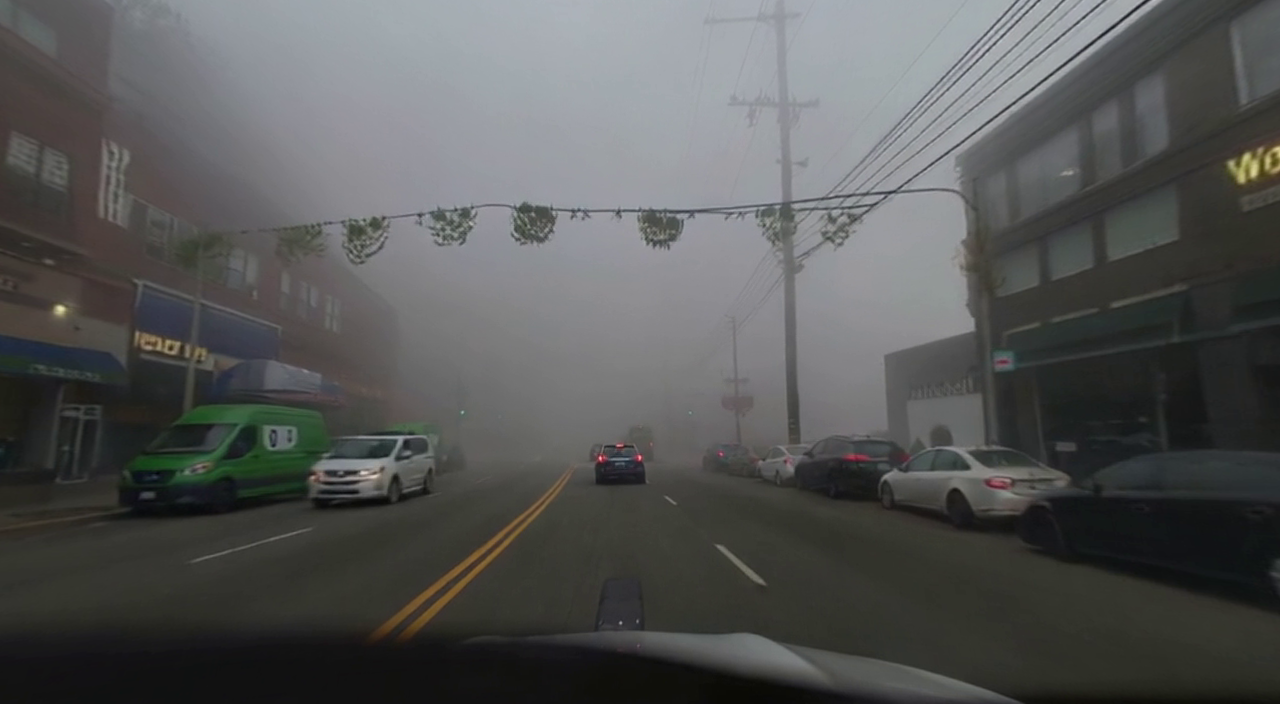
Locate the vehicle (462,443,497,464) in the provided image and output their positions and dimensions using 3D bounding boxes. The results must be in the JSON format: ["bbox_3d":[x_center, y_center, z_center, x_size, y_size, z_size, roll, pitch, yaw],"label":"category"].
[{"bbox_3d":[-12.581,7.926,49.715,1.962,1.529,4.109,1,-8,-4],"label":"vehicle"}]

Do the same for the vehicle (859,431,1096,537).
[{"bbox_3d":[5.629,2.203,11.202,1.943,1.507,3.816,0,-8,-3],"label":"vehicle"}]

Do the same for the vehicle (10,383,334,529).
[{"bbox_3d":[-9.999,2.340,14.710,2.964,2.597,6.437,0,-8,-5],"label":"vehicle"}]

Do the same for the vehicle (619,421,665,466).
[{"bbox_3d":[0.196,5.857,40.562,2.649,2.583,5.800,-1,-8,3],"label":"vehicle"}]

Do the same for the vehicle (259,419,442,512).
[{"bbox_3d":[-6.912,2.750,15.894,2.456,1.935,4.769,0,-8,-2],"label":"vehicle"}]

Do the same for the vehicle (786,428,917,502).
[{"bbox_3d":[5.458,2.961,17.016,1.876,1.692,4.492,0,-8,-1],"label":"vehicle"}]

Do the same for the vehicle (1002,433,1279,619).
[{"bbox_3d":[5.850,1.495,5.970,1.921,1.430,4.455,0,-8,-5],"label":"vehicle"}]

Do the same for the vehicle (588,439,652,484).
[{"bbox_3d":[-0.800,3.889,22.887,2.112,1.464,4.411,0,-8,-4],"label":"vehicle"}]

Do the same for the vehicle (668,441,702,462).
[{"bbox_3d":[3.314,7.364,47.108,1.824,1.481,4.057,1,-8,-7],"label":"vehicle"}]
